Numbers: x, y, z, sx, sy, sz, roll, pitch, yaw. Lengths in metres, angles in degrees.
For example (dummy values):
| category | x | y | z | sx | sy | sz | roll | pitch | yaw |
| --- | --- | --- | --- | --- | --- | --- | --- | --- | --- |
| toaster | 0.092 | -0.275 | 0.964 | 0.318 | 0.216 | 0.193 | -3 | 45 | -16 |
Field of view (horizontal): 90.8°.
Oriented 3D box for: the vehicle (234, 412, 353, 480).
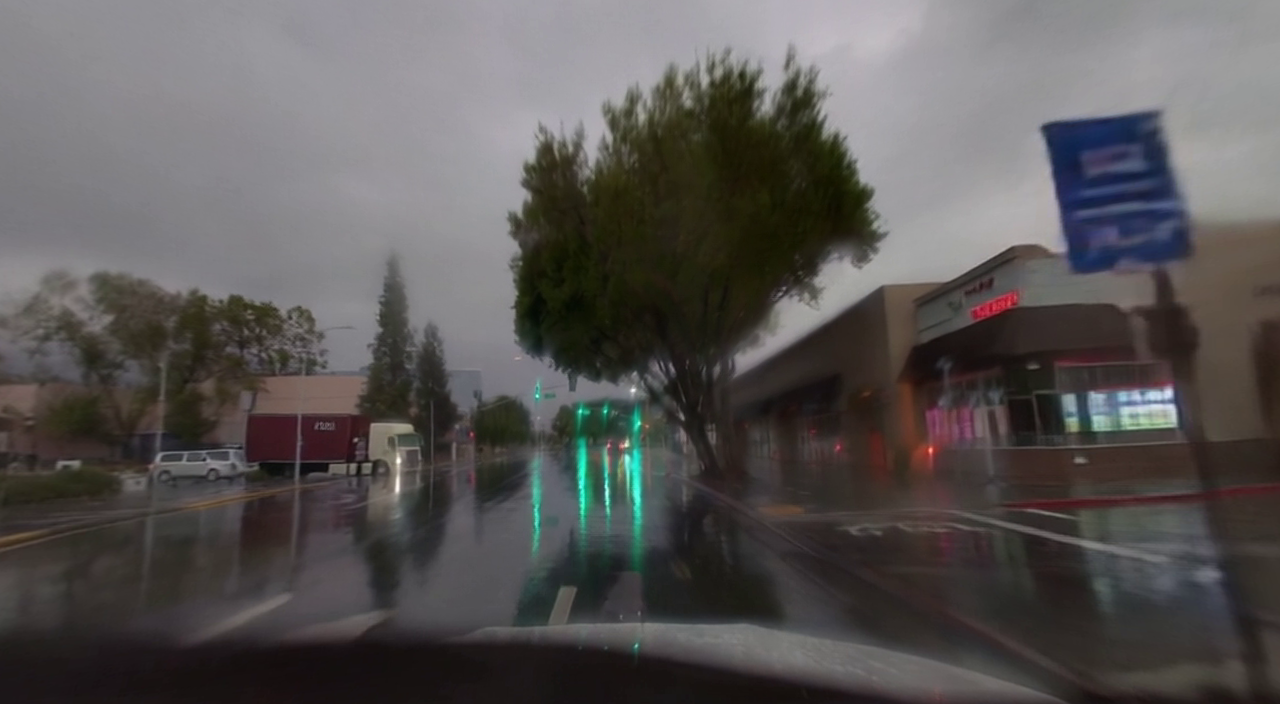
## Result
| category | x | y | z | sx | sy | sz | roll | pitch | yaw |
| --- | --- | --- | --- | --- | --- | --- | --- | --- | --- |
| vehicle | -21.970 | 5.996 | 40.489 | 3.045 | 3.961 | 6.104 | -2 | -9 | 15 |

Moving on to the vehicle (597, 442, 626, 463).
| category | x | y | z | sx | sy | sz | roll | pitch | yaw |
| --- | --- | --- | --- | --- | --- | --- | --- | --- | --- |
| vehicle | -2.071 | 7.409 | 46.612 | 2.006 | 1.470 | 3.799 | 0 | -8 | -1 |

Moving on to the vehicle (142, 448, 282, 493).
| category | x | y | z | sx | sy | sz | roll | pitch | yaw |
| --- | --- | --- | --- | --- | --- | --- | --- | --- | --- |
| vehicle | -18.336 | 5.041 | 27.379 | 2.101 | 1.721 | 4.587 | -3 | -9 | 17 |

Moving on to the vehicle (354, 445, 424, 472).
| category | x | y | z | sx | sy | sz | roll | pitch | yaw |
| --- | --- | --- | --- | --- | --- | --- | --- | --- | --- |
| vehicle | -17.180 | 7.269 | 43.495 | 1.988 | 1.762 | 4.653 | -2 | -9 | 16 |
